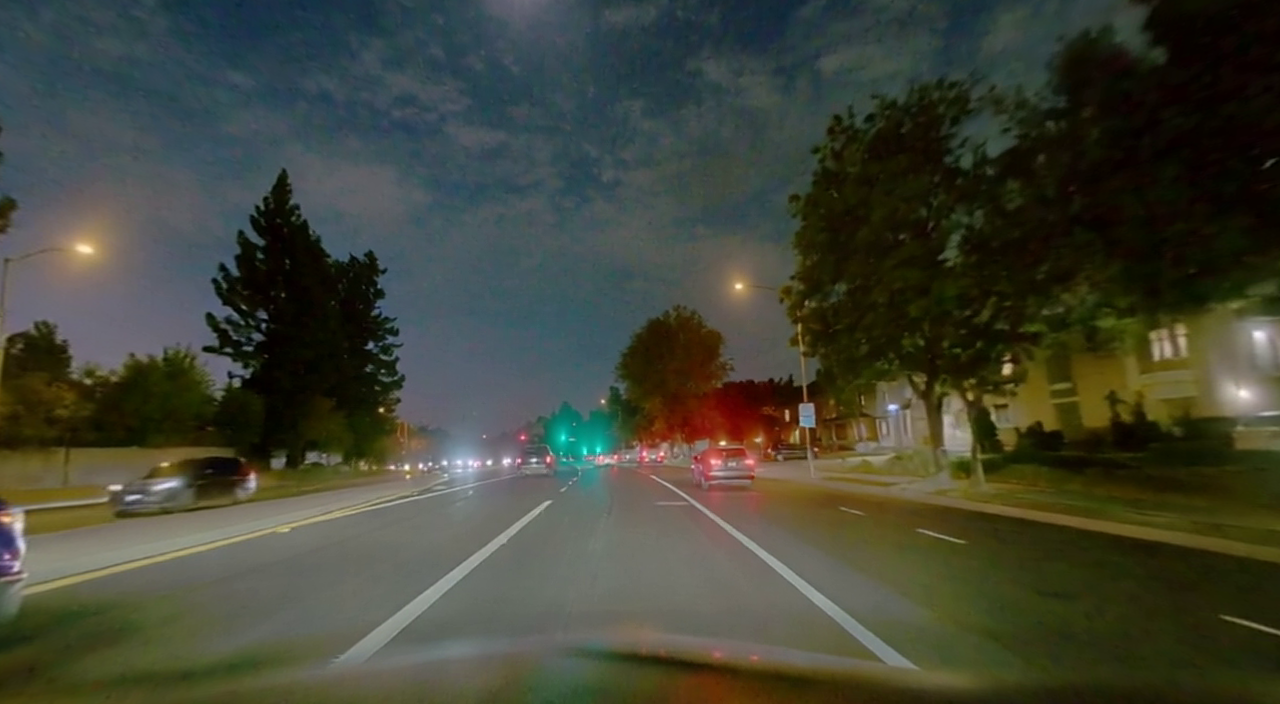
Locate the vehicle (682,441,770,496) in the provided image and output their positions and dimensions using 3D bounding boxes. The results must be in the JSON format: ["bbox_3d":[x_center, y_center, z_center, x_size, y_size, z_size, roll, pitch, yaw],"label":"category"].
[{"bbox_3d":[2.492,3.488,19.388,1.884,1.463,4.195,1,-8,-4],"label":"vehicle"}]

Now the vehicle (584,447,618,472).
[{"bbox_3d":[-2.531,6.809,40.237,2.030,1.477,4.330,1,-8,-6],"label":"vehicle"}]

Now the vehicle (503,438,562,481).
[{"bbox_3d":[-4.922,4.959,29.518,2.218,1.829,4.492,1,-8,-4],"label":"vehicle"}]

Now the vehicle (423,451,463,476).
[{"bbox_3d":[-14.830,8.375,47.703,2.017,1.691,4.351,1,-8,-6],"label":"vehicle"}]

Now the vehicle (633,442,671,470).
[{"bbox_3d":[0.756,7.147,43.688,2.099,1.845,4.363,1,-8,-6],"label":"vehicle"}]

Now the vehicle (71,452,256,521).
[{"bbox_3d":[-12.889,3.613,17.512,1.867,1.609,4.175,0,-8,-1],"label":"vehicle"}]
